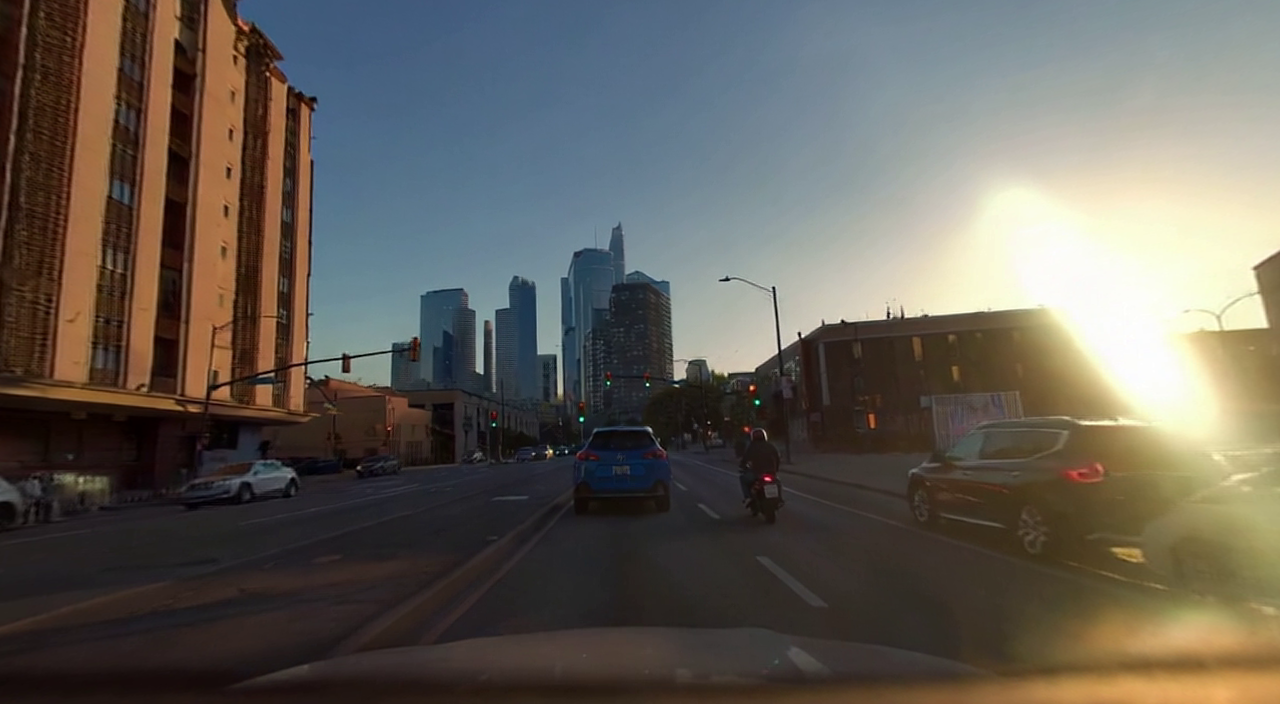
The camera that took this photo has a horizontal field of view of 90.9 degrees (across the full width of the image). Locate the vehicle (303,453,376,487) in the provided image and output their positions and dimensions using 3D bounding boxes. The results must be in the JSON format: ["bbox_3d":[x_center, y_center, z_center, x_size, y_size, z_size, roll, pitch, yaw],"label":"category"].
[{"bbox_3d":[-18.664,7.314,39.459,2.134,1.915,5.317,0,-9,-3],"label":"vehicle"}]

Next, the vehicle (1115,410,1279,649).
[{"bbox_3d":[5.153,1.003,3.121,2.012,1.532,4.565,0,-9,0],"label":"vehicle"}]

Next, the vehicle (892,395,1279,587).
[{"bbox_3d":[5.214,1.603,8.065,2.030,1.709,4.687,0,-9,0],"label":"vehicle"}]

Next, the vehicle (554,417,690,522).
[{"bbox_3d":[-0.314,2.283,12.719,2.265,1.748,4.130,0,-9,0],"label":"vehicle"}]

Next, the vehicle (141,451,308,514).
[{"bbox_3d":[-13.866,4.323,21.610,2.142,1.826,5.471,0,-9,-2],"label":"vehicle"}]

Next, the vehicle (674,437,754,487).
[{"bbox_3d":[2.365,3.669,21.321,2.101,1.507,4.355,0,-9,-1],"label":"vehicle"}]
